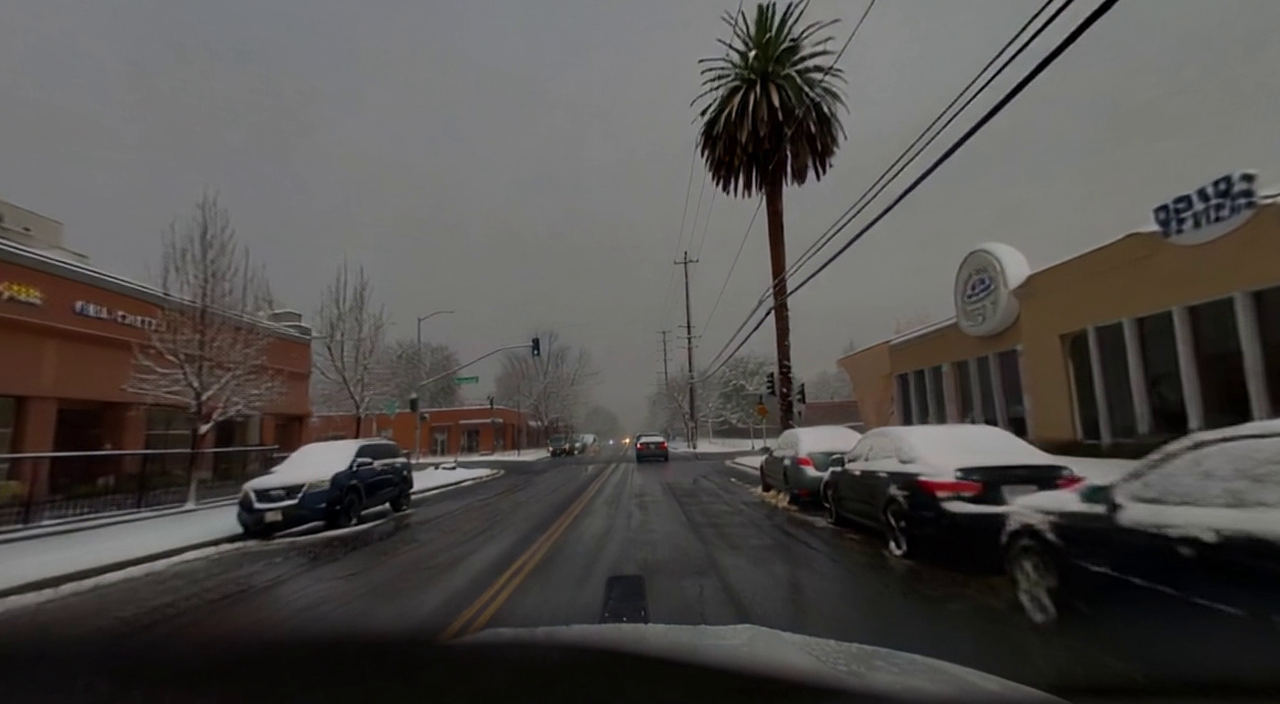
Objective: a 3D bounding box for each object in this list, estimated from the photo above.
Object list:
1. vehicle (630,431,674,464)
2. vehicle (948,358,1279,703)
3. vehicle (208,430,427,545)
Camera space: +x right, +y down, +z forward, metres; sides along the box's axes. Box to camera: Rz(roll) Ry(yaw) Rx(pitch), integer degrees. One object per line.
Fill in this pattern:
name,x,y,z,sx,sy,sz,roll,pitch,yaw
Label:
vehicle,0.542,4.884,32.296,2.125,1.524,4.404,0,-8,-1
vehicle,3.578,0.900,3.011,1.948,1.607,4.873,-1,-8,3
vehicle,-6.191,2.612,12.982,2.126,1.864,4.831,0,-8,-3
